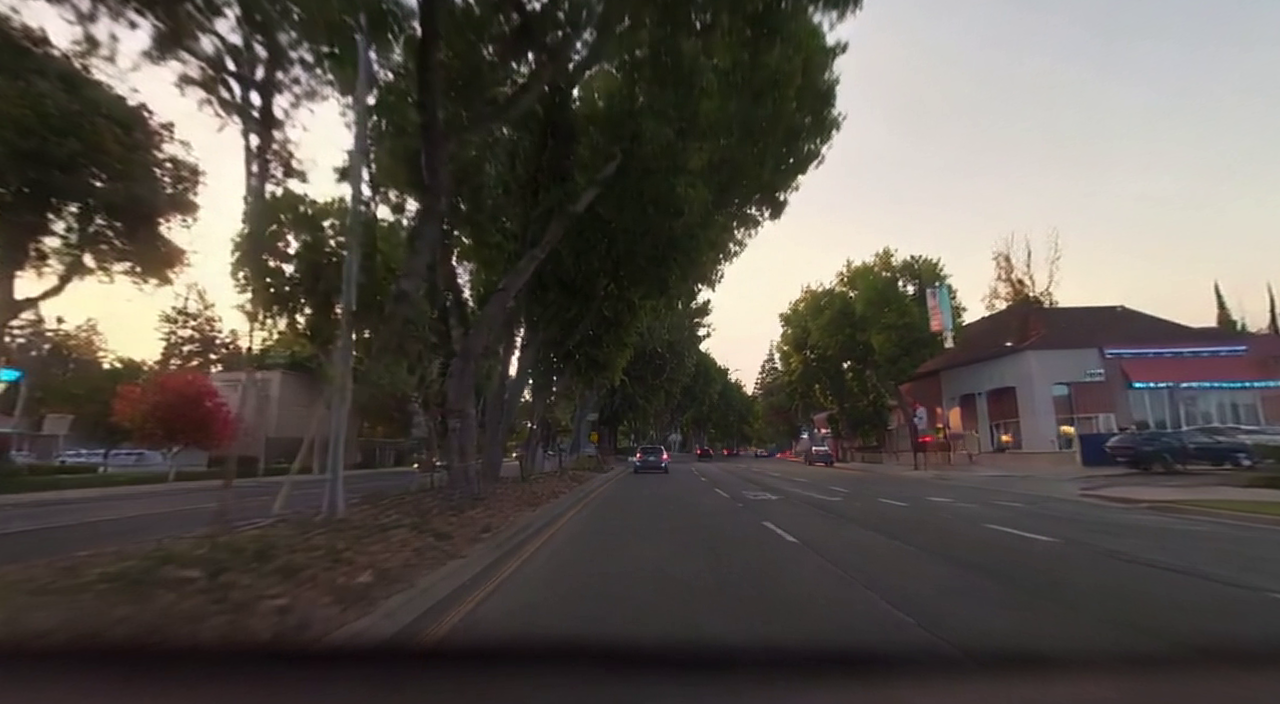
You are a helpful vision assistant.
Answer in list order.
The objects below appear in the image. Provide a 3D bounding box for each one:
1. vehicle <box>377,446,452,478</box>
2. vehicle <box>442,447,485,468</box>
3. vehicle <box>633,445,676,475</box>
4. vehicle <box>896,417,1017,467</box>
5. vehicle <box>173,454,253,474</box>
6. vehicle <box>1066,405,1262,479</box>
[{"bbox_3d":[-10.828,5.306,30.753,1.907,1.429,4.439,-1,-8,2],"label":"vehicle"},{"bbox_3d":[-13.428,8.042,48.373,1.843,1.486,4.700,0,-8,1],"label":"vehicle"},{"bbox_3d":[0.774,5.616,33.103,2.095,1.456,3.873,-1,-8,2],"label":"vehicle"},{"bbox_3d":[21.502,6.156,43.112,6.856,3.118,2.741,0,-10,-11],"label":"vehicle"},{"bbox_3d":[-33.075,8.694,49.085,4.678,1.468,1.949,1,-9,-11],"label":"vehicle"},{"bbox_3d":[20.619,3.559,25.021,5.953,2.747,2.389,1,-8,-9],"label":"vehicle"}]
